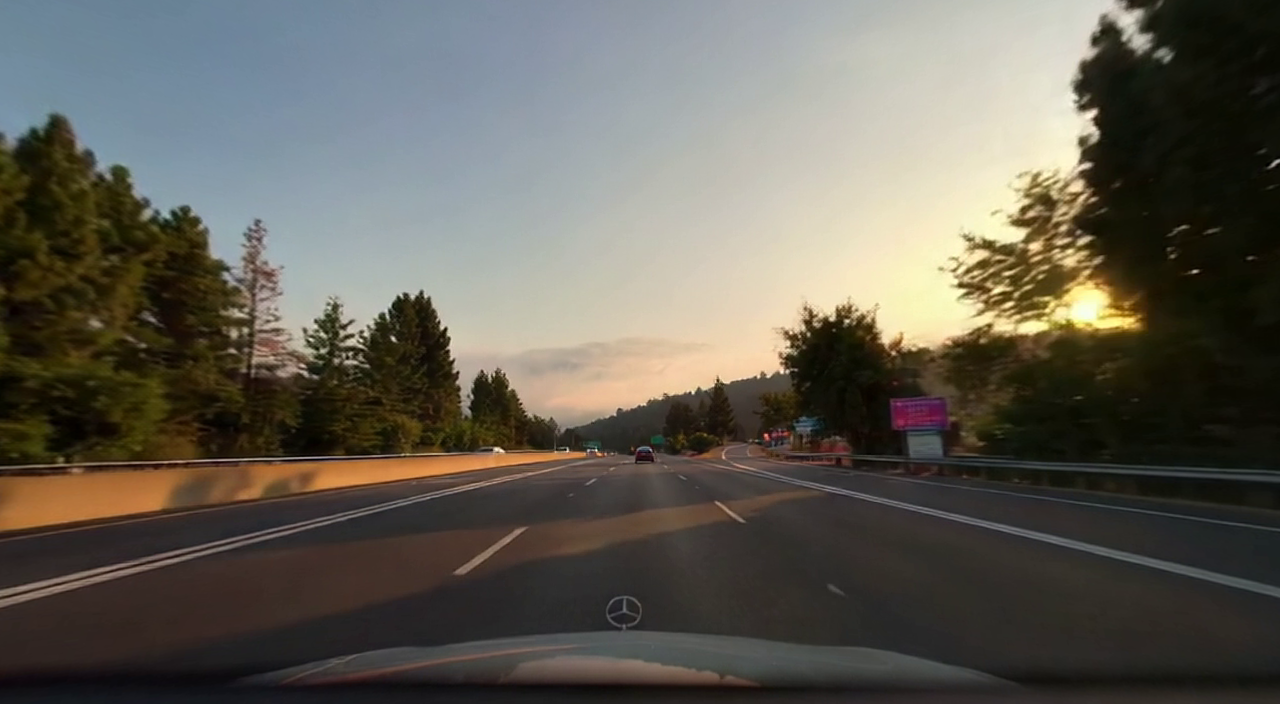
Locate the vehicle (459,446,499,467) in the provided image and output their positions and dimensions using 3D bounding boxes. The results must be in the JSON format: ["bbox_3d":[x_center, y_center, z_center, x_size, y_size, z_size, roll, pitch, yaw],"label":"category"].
[{"bbox_3d":[-12.421,8.060,48.771,1.898,1.514,4.398,0,-9,0],"label":"vehicle"}]
